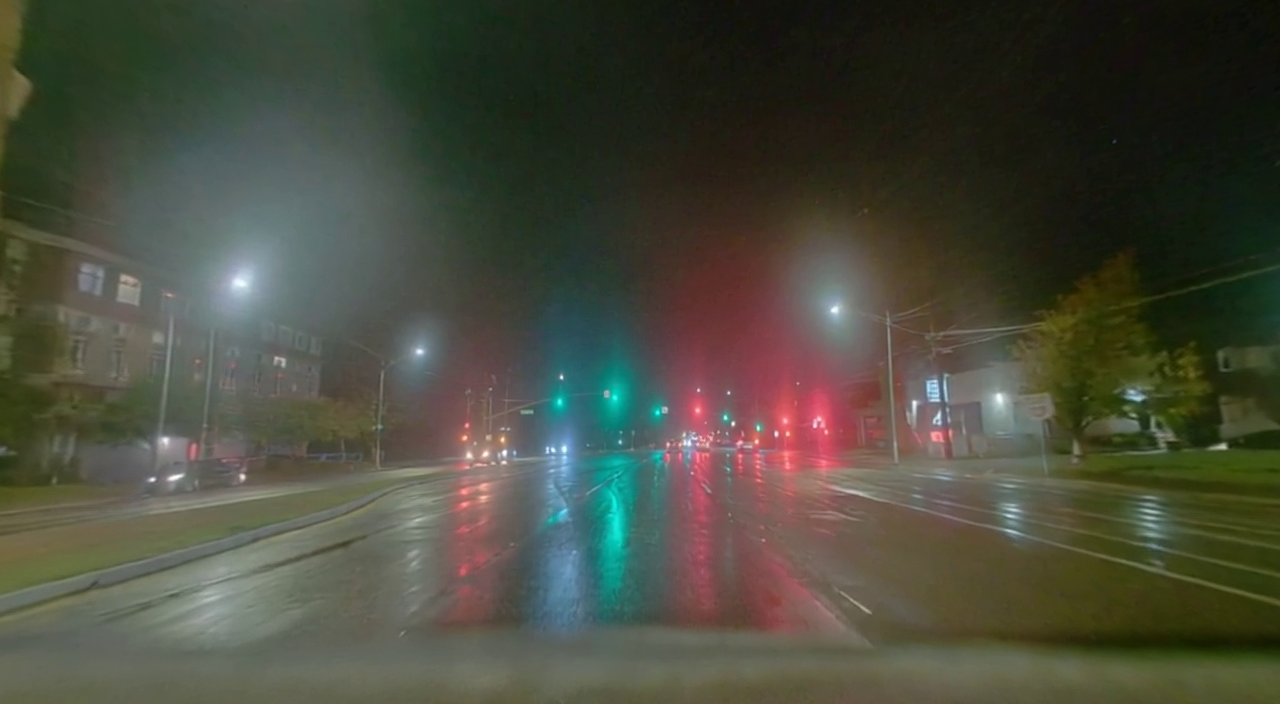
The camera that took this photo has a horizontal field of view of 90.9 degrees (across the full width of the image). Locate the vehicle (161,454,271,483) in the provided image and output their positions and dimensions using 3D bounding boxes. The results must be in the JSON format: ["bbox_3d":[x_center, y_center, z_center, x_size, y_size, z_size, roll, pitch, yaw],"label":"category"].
[{"bbox_3d":[-23.231,6.398,34.642,4.606,1.458,1.837,0,-8,-5],"label":"vehicle"}]

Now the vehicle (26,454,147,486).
[{"bbox_3d":[-30.133,6.426,34.431,4.585,1.636,2.000,0,-9,-3],"label":"vehicle"}]

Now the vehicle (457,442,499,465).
[{"bbox_3d":[-12.621,7.892,49.359,1.940,1.690,4.447,-1,-8,3],"label":"vehicle"}]
